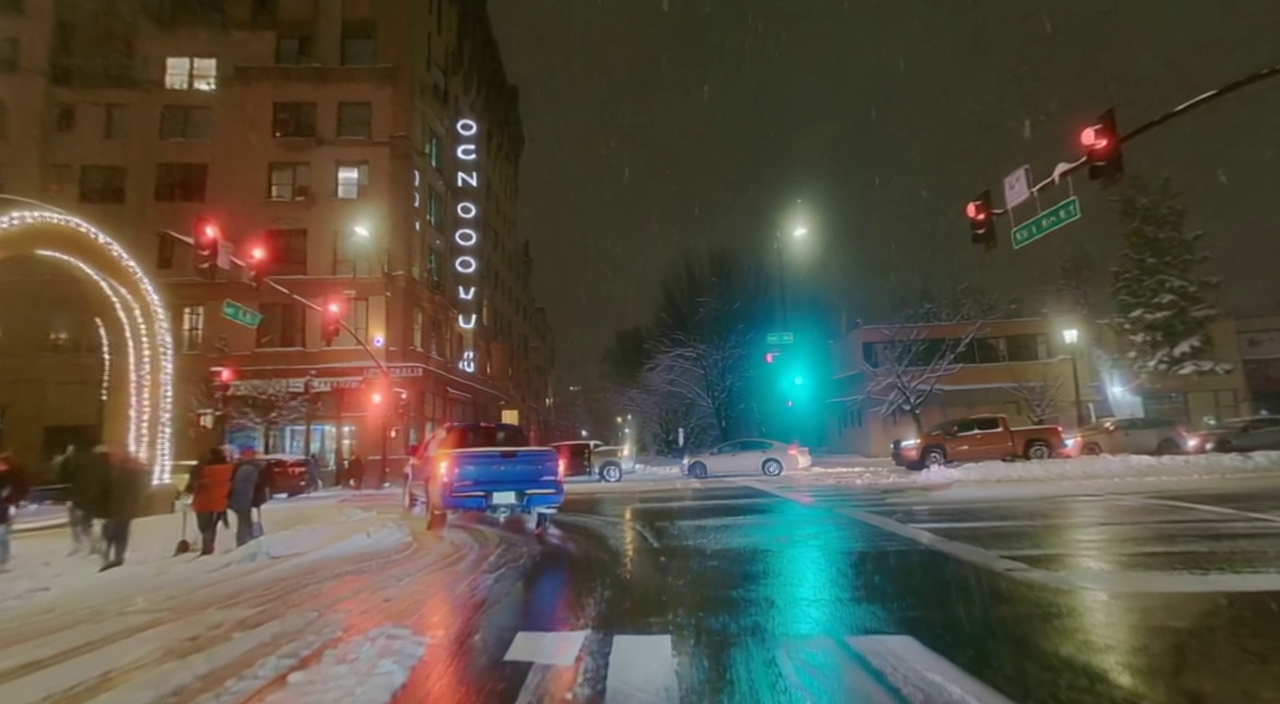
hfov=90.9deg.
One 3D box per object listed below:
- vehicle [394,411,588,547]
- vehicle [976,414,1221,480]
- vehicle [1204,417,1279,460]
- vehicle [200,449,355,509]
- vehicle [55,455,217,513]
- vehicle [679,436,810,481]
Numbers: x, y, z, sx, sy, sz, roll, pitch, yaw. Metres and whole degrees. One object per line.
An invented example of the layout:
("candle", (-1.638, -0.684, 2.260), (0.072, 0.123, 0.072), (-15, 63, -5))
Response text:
("vehicle", (-3.232, 2.346, 12.522), (2.477, 2.020, 5.534), (4, -9, -26))
("vehicle", (11.172, 2.344, 15.600), (4.600, 1.506, 1.878), (0, -8, -2))
("vehicle", (25.306, 3.460, 25.167), (3.662, 1.666, 1.937), (0, -8, -1))
("vehicle", (-13.871, 4.869, 24.340), (4.799, 1.909, 2.011), (-3, -7, 2))
("vehicle", (-19.259, 5.037, 24.253), (4.398, 2.057, 1.959), (0, -8, -2))
("vehicle", (3.724, 3.898, 23.182), (4.515, 1.583, 1.920), (0, -8, 2))
